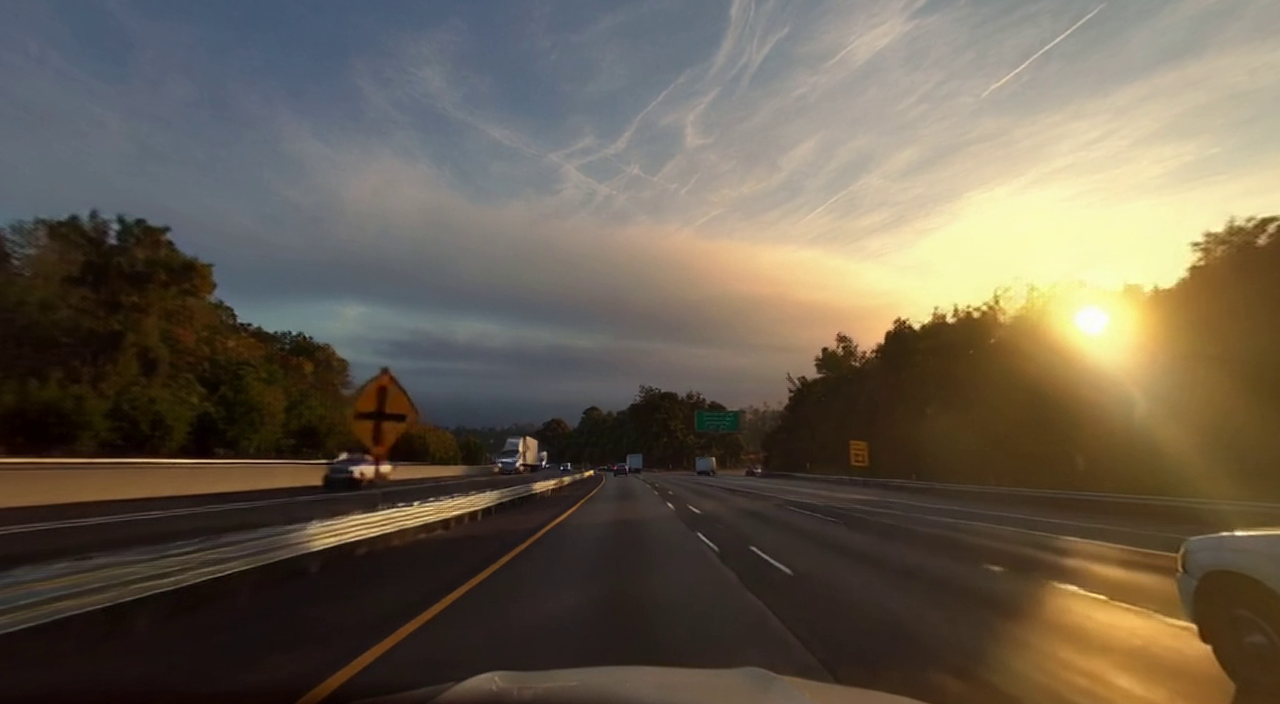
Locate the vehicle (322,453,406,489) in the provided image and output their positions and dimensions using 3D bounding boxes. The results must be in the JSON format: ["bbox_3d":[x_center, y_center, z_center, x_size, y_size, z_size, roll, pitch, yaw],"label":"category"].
[{"bbox_3d":[-12.802,5.575,29.473,1.921,1.493,4.470,1,-10,-1],"label":"vehicle"}]

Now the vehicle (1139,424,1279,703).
[{"bbox_3d":[4.084,0.844,1.502,1.965,1.502,4.599,1,-10,0],"label":"vehicle"}]
